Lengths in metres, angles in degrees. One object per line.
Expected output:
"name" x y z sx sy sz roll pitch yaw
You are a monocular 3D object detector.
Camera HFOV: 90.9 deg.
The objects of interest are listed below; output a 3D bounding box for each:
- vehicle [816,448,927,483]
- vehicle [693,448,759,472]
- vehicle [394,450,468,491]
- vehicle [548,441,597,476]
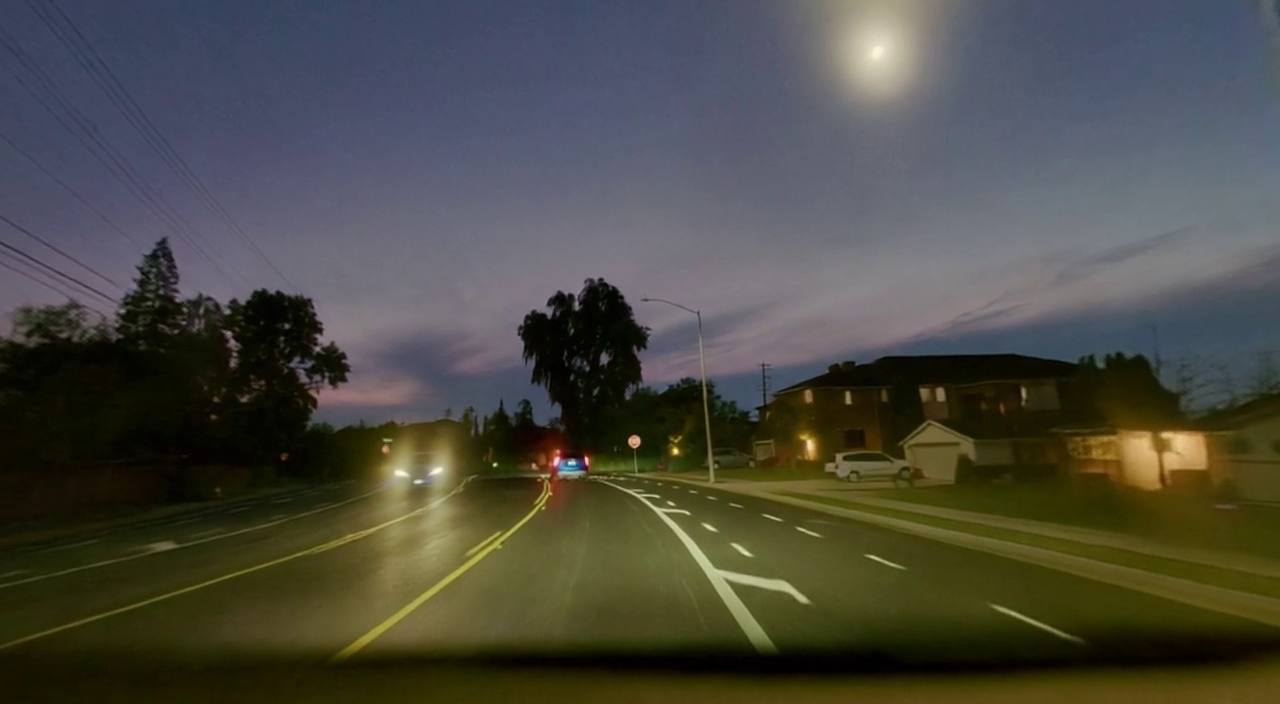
"vehicle" 10.659 5.228 29.139 4.383 1.508 1.884 1 -9 -8
"vehicle" 6.487 8.163 47.653 4.582 1.707 1.934 2 -9 -15
"vehicle" -8.568 4.870 26.250 2.003 1.483 4.545 1 -9 -7
"vehicle" -4.043 6.169 36.972 2.284 1.741 4.702 4 -8 -11
